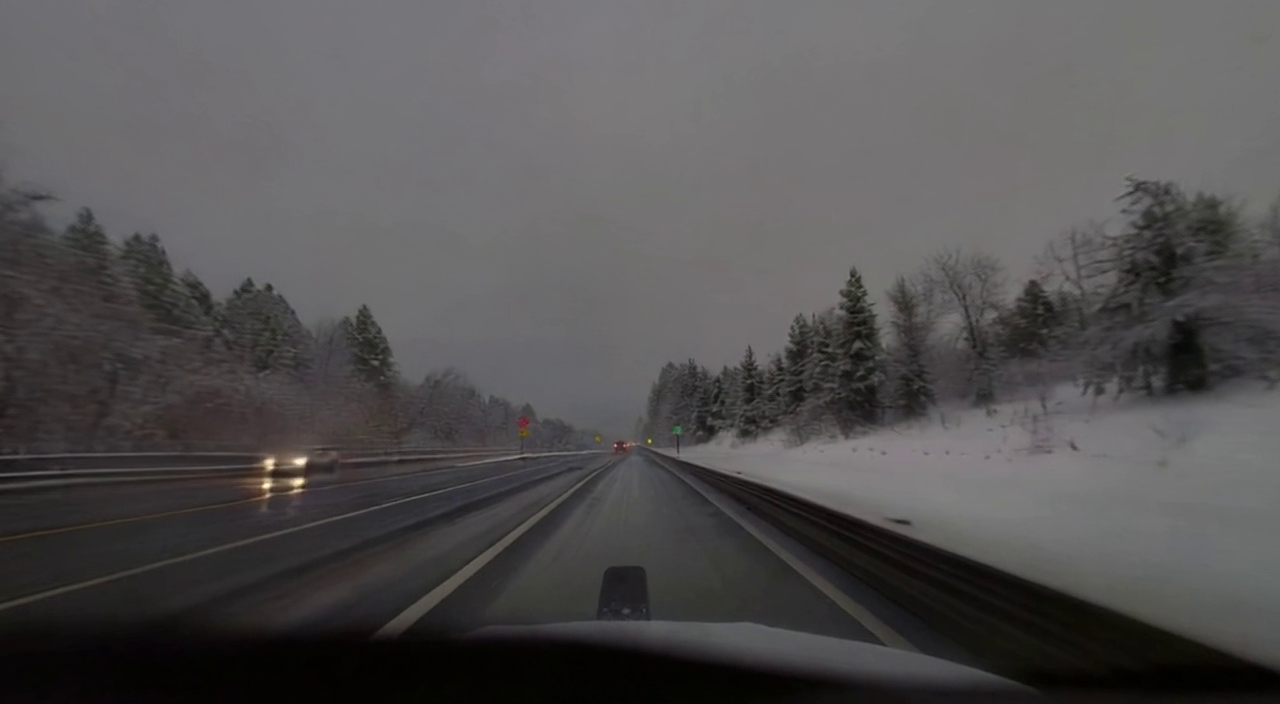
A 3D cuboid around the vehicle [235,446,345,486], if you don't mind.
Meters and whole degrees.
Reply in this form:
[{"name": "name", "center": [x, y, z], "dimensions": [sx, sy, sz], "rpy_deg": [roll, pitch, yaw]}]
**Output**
[{"name": "vehicle", "center": [-14.651, 4.760, 26.715], "dimensions": [1.907, 1.487, 4.725], "rpy_deg": [0, -8, 1]}]
